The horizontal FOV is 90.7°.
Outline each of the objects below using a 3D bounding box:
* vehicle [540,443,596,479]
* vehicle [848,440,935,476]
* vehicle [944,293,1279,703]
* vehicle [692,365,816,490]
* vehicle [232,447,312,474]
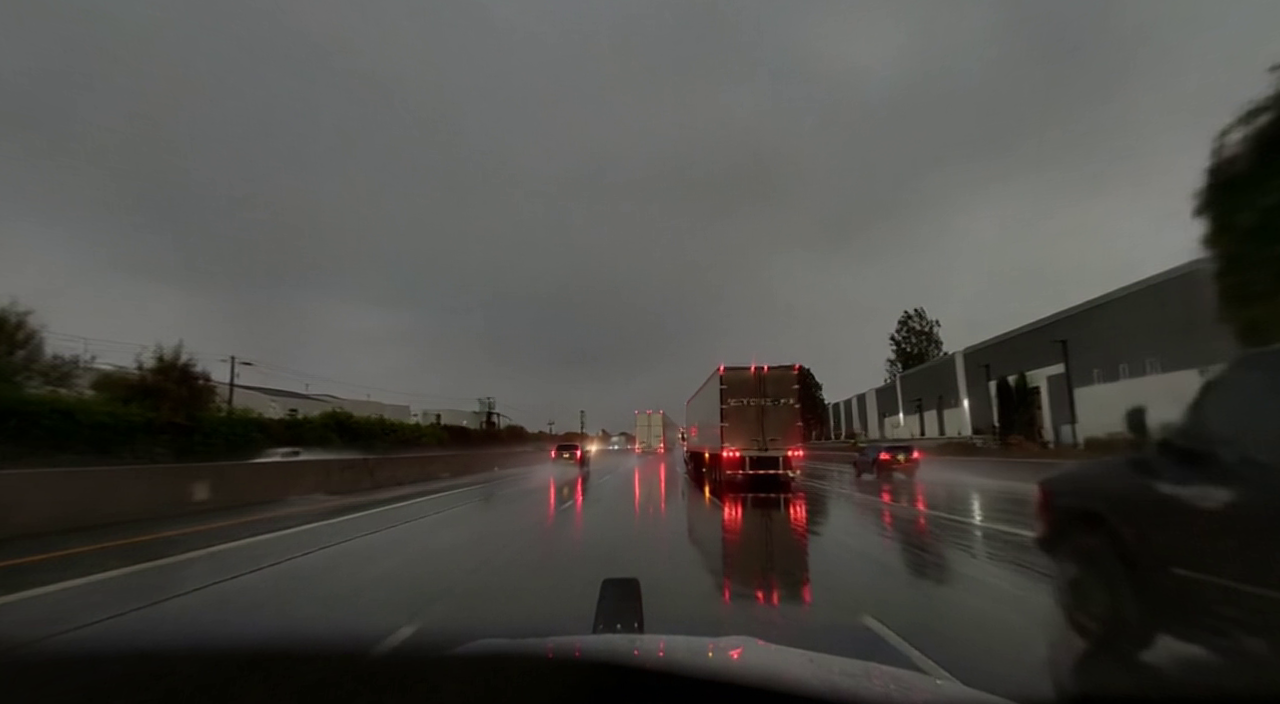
[{"bbox_3d":[-3.120,4.833,28.323,2.024,1.472,4.014,-1,-8,0],"label":"vehicle"},{"bbox_3d":[11.473,4.867,29.256,2.060,1.499,4.683,0,-8,-1],"label":"vehicle"},{"bbox_3d":[3.865,0.551,1.198,2.809,1.919,7.507,0,-8,-1],"label":"vehicle"},{"bbox_3d":[4.186,3.380,27.030,2.951,3.974,13.340,-1,-8,1],"label":"vehicle"},{"bbox_3d":[-23.059,6.794,39.882,1.881,1.539,5.100,-1,-8,2],"label":"vehicle"}]
